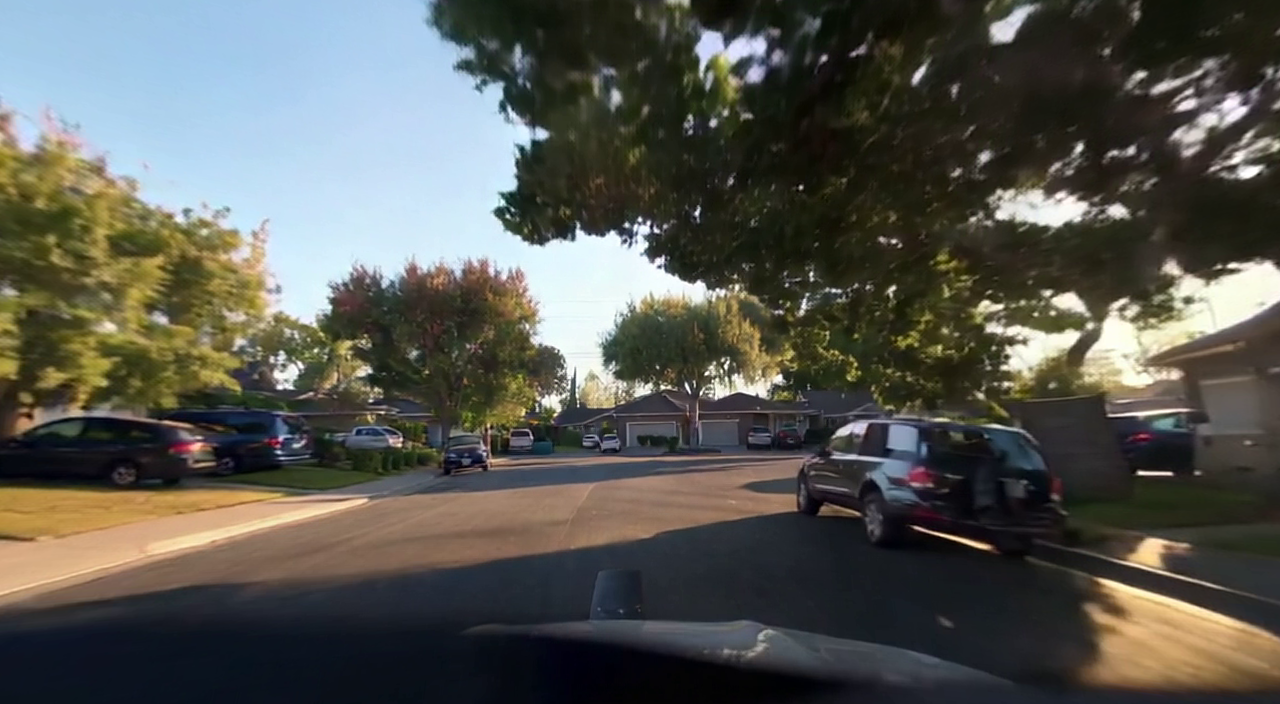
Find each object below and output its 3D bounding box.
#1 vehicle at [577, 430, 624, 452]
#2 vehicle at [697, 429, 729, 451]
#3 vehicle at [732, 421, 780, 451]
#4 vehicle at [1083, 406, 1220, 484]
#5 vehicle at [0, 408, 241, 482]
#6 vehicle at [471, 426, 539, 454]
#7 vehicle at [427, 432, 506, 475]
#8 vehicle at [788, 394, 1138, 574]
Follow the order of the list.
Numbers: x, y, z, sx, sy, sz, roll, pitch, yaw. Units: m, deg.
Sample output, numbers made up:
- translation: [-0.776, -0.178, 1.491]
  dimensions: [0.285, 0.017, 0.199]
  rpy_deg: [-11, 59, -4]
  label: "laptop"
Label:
- translation: [-2.972, 6.608, 46.890]
  dimensions: [1.932, 1.518, 4.343]
  rpy_deg: [4, -9, -26]
  label: "vehicle"
- translation: [5.162, 6.316, 45.314]
  dimensions: [1.833, 1.540, 3.532]
  rpy_deg: [0, -8, -1]
  label: "vehicle"
- translation: [8.167, 6.001, 45.055]
  dimensions: [2.455, 2.018, 5.271]
  rpy_deg: [0, -8, 0]
  label: "vehicle"
- translation: [12.444, 2.286, 15.705]
  dimensions: [1.946, 1.633, 4.420]
  rpy_deg: [-5, -9, 31]
  label: "vehicle"
- translation: [-11.778, 2.083, 14.185]
  dimensions: [4.221, 1.508, 2.032]
  rpy_deg: [0, -8, 0]
  label: "vehicle"
- translation: [-9.558, 6.204, 44.543]
  dimensions: [2.305, 1.824, 5.096]
  rpy_deg: [7, -11, -43]
  label: "vehicle"
- translation: [-6.794, 3.843, 24.361]
  dimensions: [2.236, 1.459, 4.832]
  rpy_deg: [3, -9, -23]
  label: "vehicle"
- translation: [3.928, 1.701, 9.137]
  dimensions: [2.235, 1.829, 5.194]
  rpy_deg: [0, -8, -1]
  label: "vehicle"
